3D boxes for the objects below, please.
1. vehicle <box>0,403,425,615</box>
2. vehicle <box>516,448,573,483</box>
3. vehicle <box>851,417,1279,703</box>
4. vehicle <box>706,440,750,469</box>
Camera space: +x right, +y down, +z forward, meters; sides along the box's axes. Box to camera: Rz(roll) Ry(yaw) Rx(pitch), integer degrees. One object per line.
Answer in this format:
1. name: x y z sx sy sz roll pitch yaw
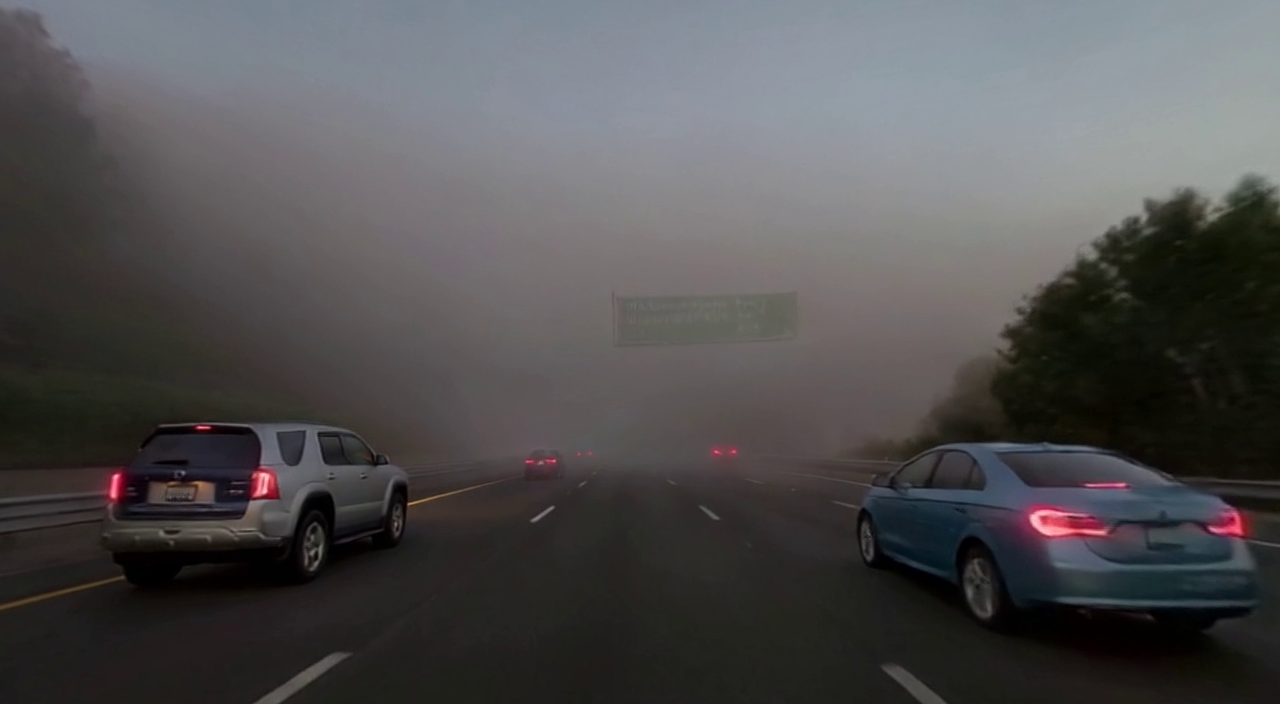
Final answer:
1. vehicle: -4.338 1.636 7.444 2.079 1.745 4.281 0 -9 0
2. vehicle: -4.333 5.232 29.306 2.009 1.488 4.289 0 -9 -1
3. vehicle: 3.710 1.483 5.644 2.120 1.572 4.344 0 -9 0
4. vehicle: 6.611 7.745 47.677 2.378 2.096 5.119 0 -9 -2
